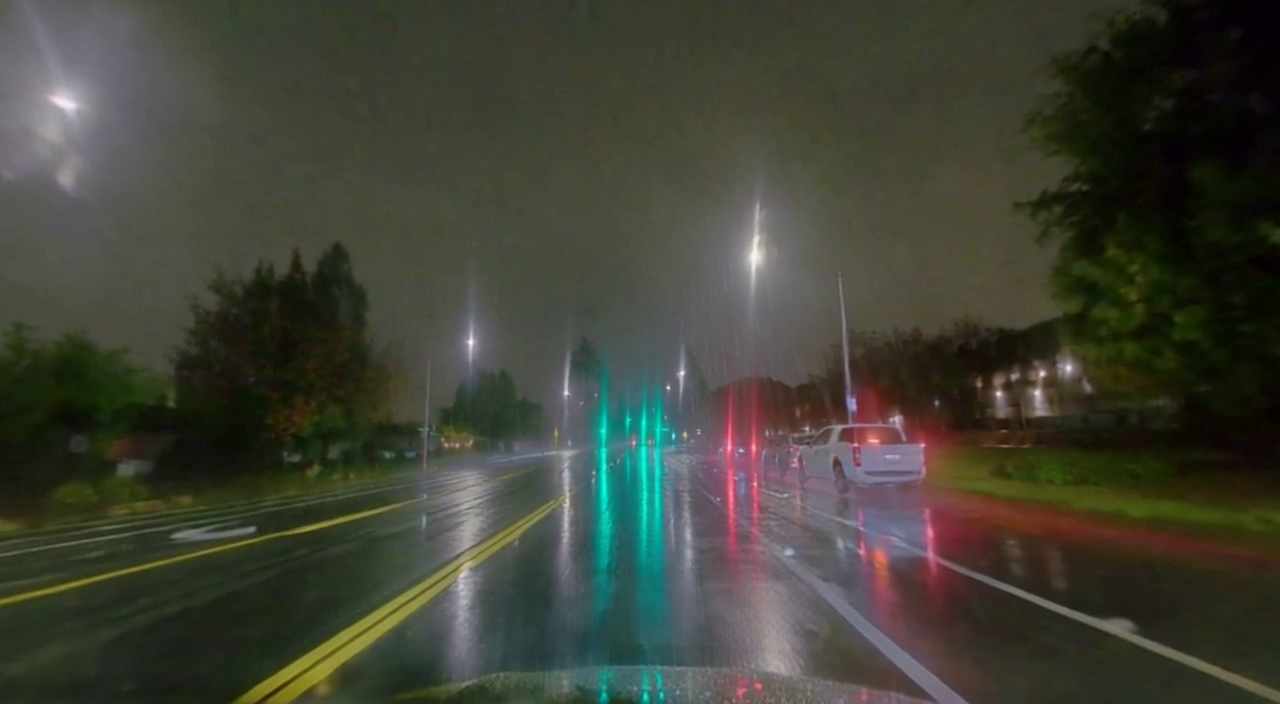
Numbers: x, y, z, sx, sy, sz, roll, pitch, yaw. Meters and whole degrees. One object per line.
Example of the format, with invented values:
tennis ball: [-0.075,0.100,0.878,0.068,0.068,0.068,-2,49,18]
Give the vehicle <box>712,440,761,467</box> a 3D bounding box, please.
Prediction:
vehicle: [5.503,5.812,36.372,1.935,1.453,4.488,0,-8,-2]

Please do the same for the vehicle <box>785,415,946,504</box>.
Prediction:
vehicle: [5.124,2.534,15.185,2.160,1.800,4.646,0,-8,1]
